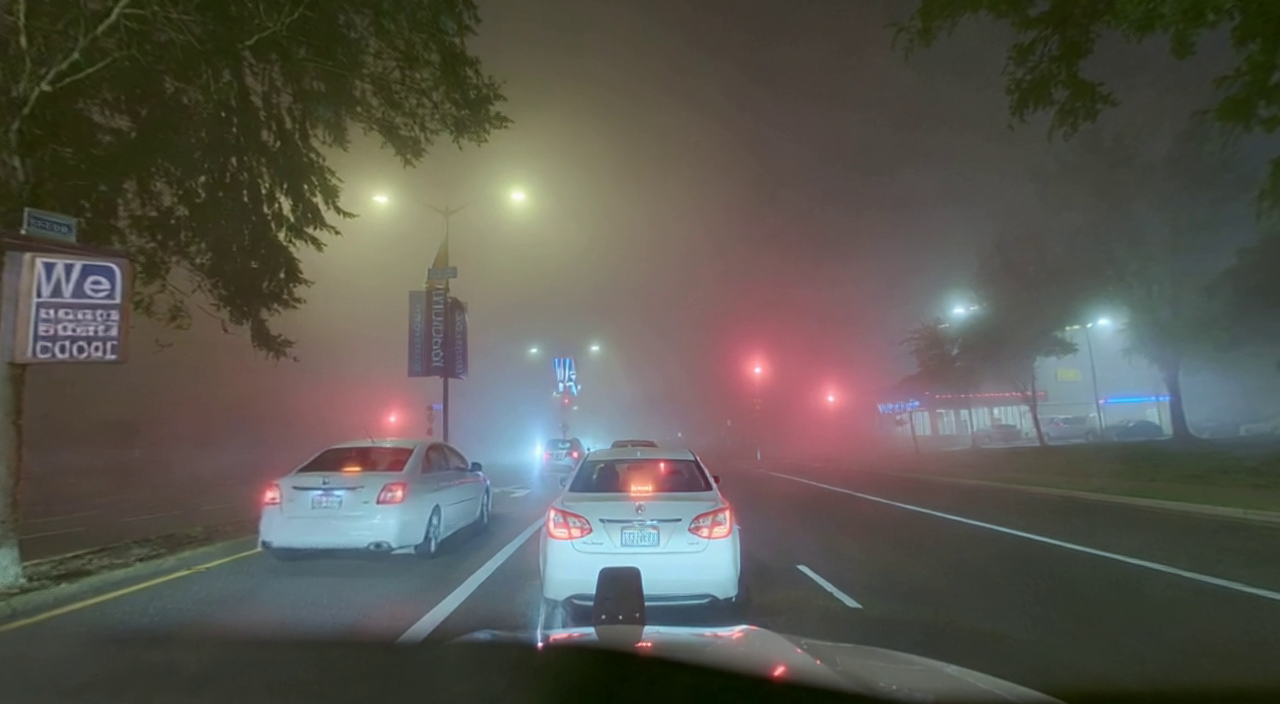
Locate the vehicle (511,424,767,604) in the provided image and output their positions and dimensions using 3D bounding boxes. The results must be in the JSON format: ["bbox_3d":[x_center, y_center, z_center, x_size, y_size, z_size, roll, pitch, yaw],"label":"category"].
[{"bbox_3d":[-0.061,1.641,7.308,2.126,1.475,3.967,0,-8,-2],"label":"vehicle"}]

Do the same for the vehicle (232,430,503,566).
[{"bbox_3d":[-3.504,1.950,9.265,1.961,1.487,4.453,0,-8,0],"label":"vehicle"}]
